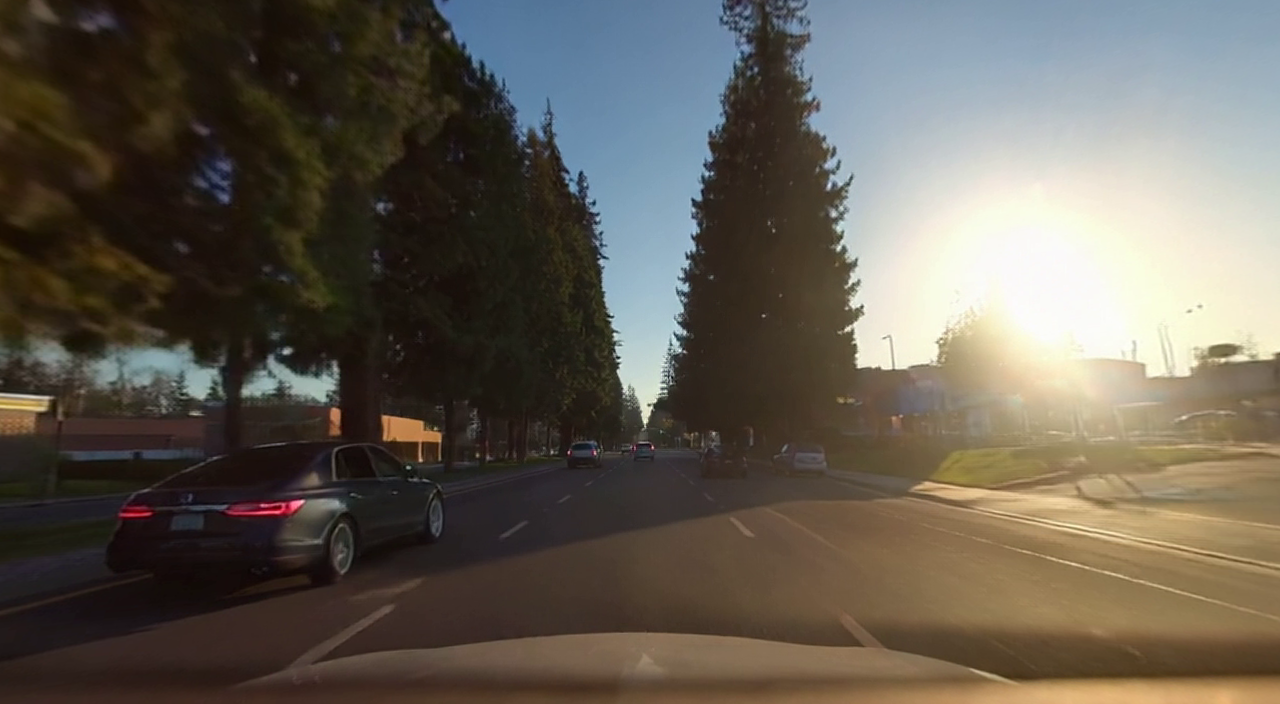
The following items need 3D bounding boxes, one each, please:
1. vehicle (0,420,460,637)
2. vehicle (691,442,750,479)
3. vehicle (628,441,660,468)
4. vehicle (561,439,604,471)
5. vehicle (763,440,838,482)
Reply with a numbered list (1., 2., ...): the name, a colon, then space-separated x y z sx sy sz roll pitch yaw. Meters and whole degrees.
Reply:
1. vehicle: -3.853 1.644 7.145 1.988 1.530 5.155 0 -8 1
2. vehicle: 3.447 4.754 27.863 2.010 1.486 4.498 0 -8 0
3. vehicle: 0.259 6.463 39.788 1.922 1.579 3.642 0 -8 0
4. vehicle: -3.376 6.125 37.643 2.051 1.747 4.370 0 -8 1
5. vehicle: 6.537 4.485 26.243 1.983 1.599 4.243 0 -8 0
